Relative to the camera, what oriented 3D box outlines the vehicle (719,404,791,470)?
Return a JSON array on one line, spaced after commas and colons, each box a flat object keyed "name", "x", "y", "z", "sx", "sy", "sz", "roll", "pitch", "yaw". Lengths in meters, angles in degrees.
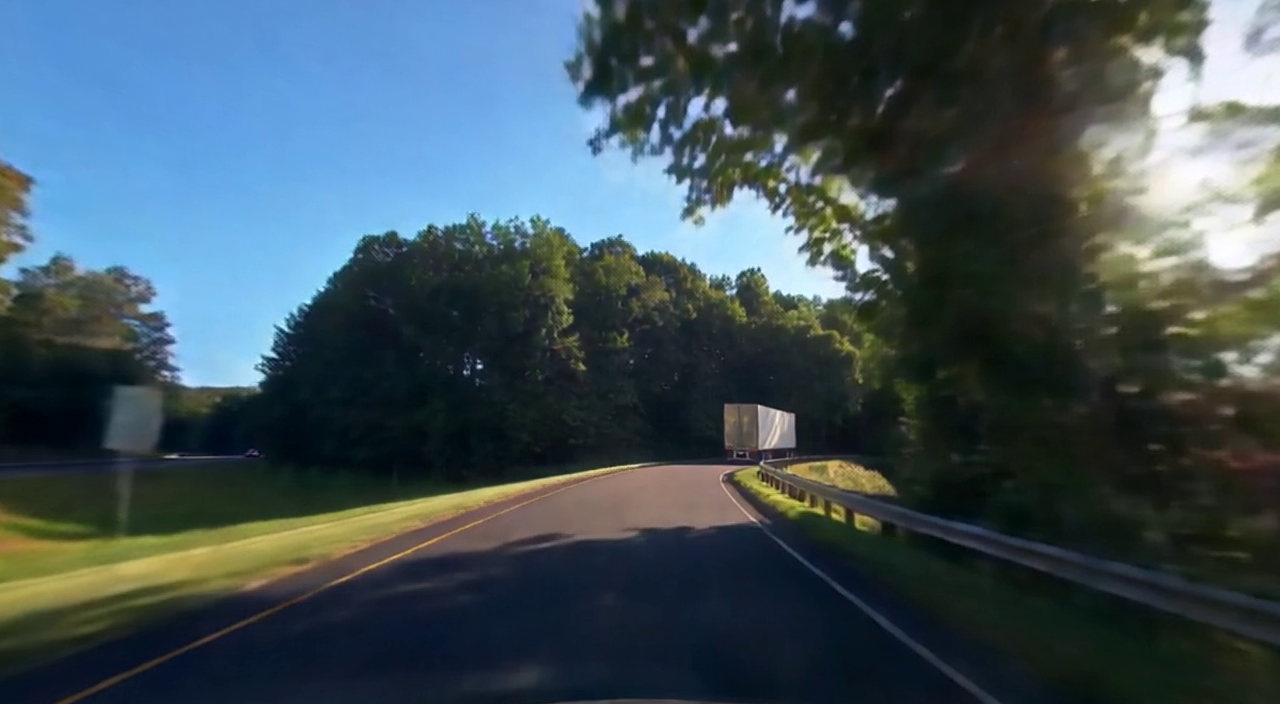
[{"name": "vehicle", "x": 8.994, "y": 6.538, "z": 47.520, "sx": 3.087, "sy": 4.178, "sz": 13.682, "roll": -3, "pitch": -9, "yaw": 19}]
